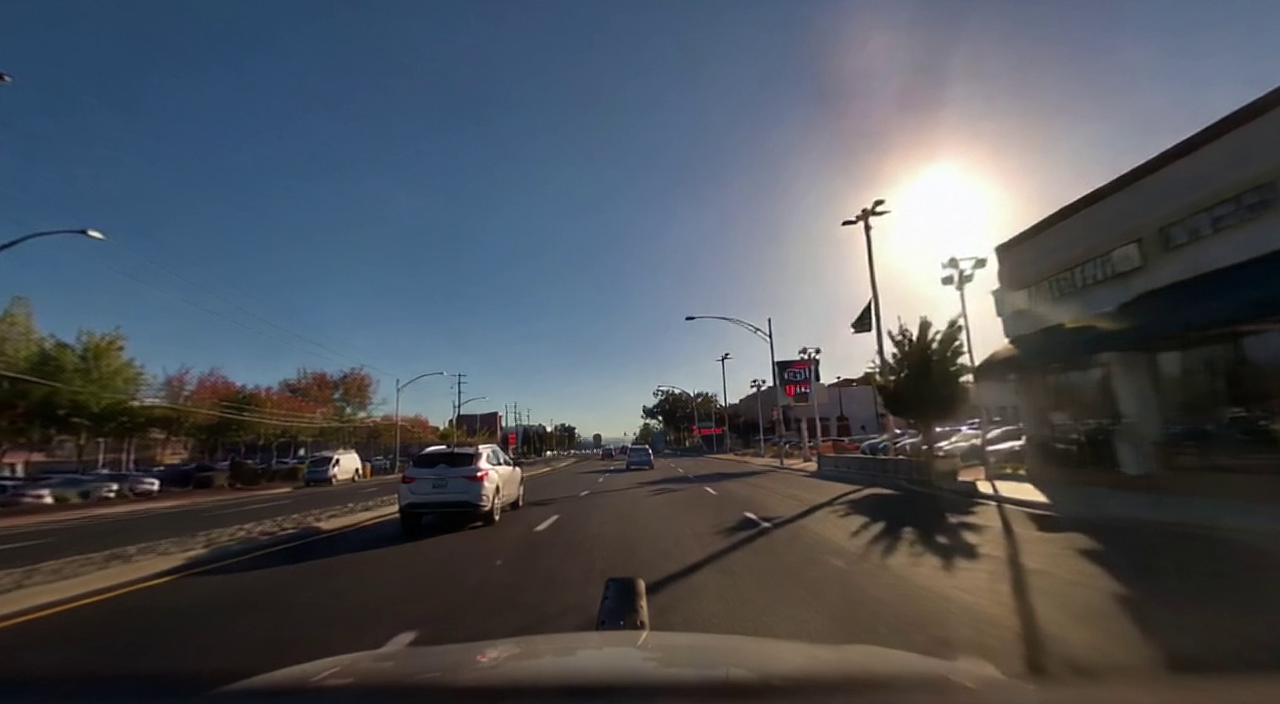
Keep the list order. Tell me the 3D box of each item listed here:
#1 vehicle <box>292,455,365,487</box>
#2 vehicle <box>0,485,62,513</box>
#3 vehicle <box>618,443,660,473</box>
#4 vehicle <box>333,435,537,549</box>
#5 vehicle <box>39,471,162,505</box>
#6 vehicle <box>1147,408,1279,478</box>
[{"bbox_3d":[-22.979,8.744,46.777,2.416,2.082,6.190,0,-9,-2],"label":"vehicle"},{"bbox_3d":[-37.119,8.691,37.256,4.103,1.444,1.795,0,-9,2],"label":"vehicle"},{"bbox_3d":[-0.072,5.532,33.057,2.019,1.459,4.005,0,-9,-1],"label":"vehicle"},{"bbox_3d":[-3.091,2.202,10.603,1.939,1.496,4.309,0,-9,1],"label":"vehicle"},{"bbox_3d":[-31.963,8.059,37.426,5.325,1.814,2.128,0,-9,1],"label":"vehicle"},{"bbox_3d":[14.638,2.071,14.369,4.363,1.485,1.964,0,-9,1],"label":"vehicle"}]
